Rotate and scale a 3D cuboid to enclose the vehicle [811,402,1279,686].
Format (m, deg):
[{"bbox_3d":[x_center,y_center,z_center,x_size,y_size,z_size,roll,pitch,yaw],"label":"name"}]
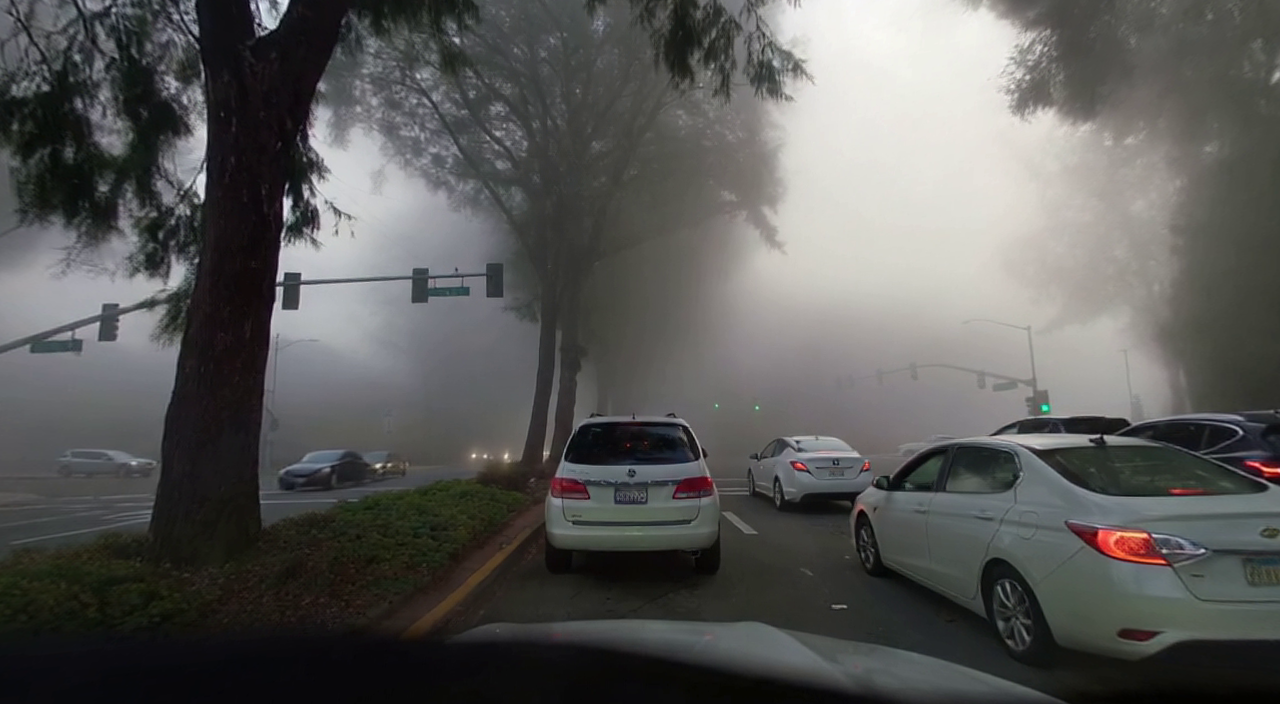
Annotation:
[{"bbox_3d":[3.359,1.421,5.966,2.034,1.558,4.774,0,-9,-1],"label":"vehicle"}]

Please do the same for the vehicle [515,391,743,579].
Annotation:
[{"bbox_3d":[-0.209,1.628,8.466,2.236,1.827,4.316,0,-9,-3],"label":"vehicle"}]

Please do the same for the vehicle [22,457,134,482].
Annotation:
[{"bbox_3d":[-35.106,7.351,39.590,4.845,1.442,1.880,2,-9,-13],"label":"vehicle"}]

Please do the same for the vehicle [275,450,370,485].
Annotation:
[{"bbox_3d":[-14.623,5.320,29.424,2.035,1.454,4.513,0,-9,0],"label":"vehicle"}]
